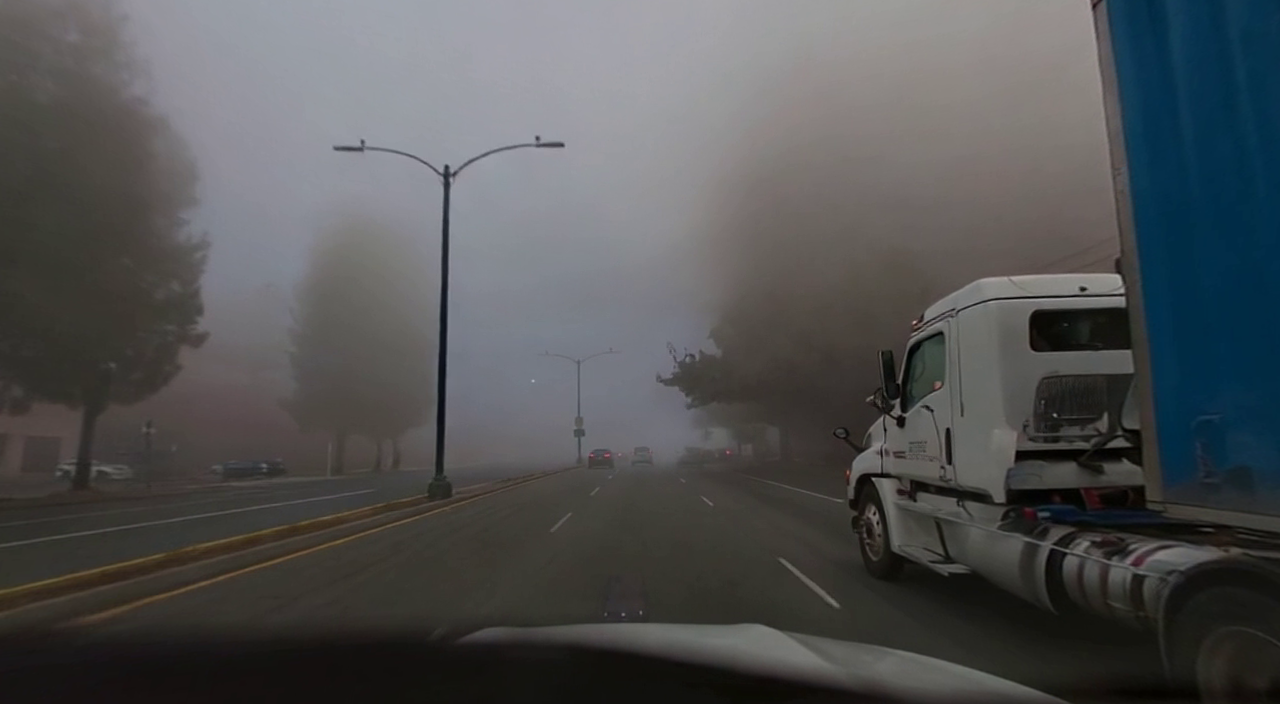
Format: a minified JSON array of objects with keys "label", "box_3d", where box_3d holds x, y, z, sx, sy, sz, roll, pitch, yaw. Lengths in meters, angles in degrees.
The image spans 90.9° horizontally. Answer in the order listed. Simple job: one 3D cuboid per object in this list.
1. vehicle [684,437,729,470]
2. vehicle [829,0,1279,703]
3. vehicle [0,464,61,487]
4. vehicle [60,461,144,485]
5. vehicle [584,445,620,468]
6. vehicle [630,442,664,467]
[{"label":"vehicle","box_3d":[4.017,6.230,38.804,2.196,1.908,4.412,0,-8,-1]},{"label":"vehicle","box_3d":[3.580,-0.207,2.889,3.006,3.679,8.506,-1,-8,2]},{"label":"vehicle","box_3d":[-42.832,8.494,43.526,1.897,1.429,3.741,-1,-8,3]},{"label":"vehicle","box_3d":[-37.656,8.446,44.312,1.886,1.437,4.572,0,-8,0]},{"label":"vehicle","box_3d":[-2.652,7.478,45.408,2.211,1.537,4.666,0,-8,1]},{"label":"vehicle","box_3d":[0.506,7.231,44.597,2.276,1.704,3.925,0,-8,1]}]
